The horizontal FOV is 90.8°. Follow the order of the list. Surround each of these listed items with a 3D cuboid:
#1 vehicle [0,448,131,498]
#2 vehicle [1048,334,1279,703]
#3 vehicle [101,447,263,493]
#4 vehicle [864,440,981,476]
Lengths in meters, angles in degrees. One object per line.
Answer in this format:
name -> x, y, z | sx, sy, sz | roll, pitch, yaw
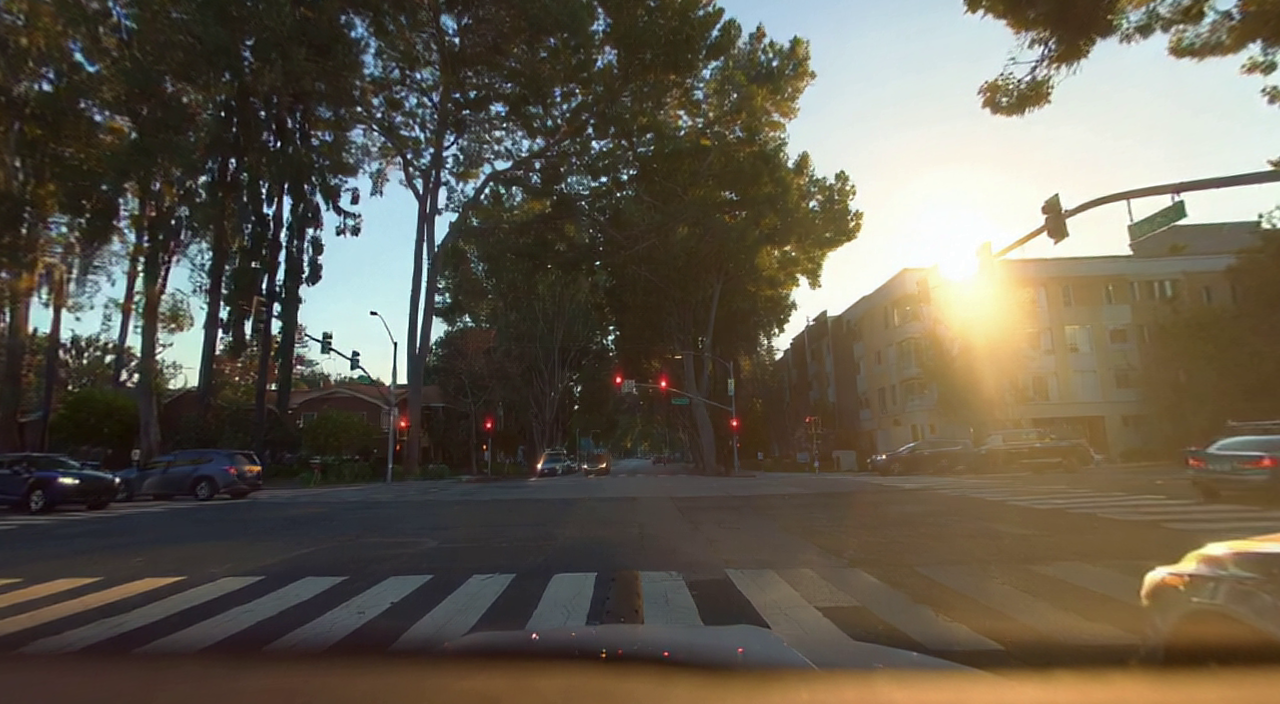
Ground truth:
vehicle -> -22.121, 4.414, 23.267 | 4.748, 1.727, 2.325 | 0, -8, 2
vehicle -> 3.333, 0.658, 1.360 | 2.227, 1.705, 4.719 | -1, -8, 8
vehicle -> -19.139, 4.955, 26.646 | 4.798, 1.763, 2.536 | 0, -10, 0
vehicle -> 15.607, 5.891, 35.145 | 5.220, 1.897, 2.596 | 0, -8, 0
